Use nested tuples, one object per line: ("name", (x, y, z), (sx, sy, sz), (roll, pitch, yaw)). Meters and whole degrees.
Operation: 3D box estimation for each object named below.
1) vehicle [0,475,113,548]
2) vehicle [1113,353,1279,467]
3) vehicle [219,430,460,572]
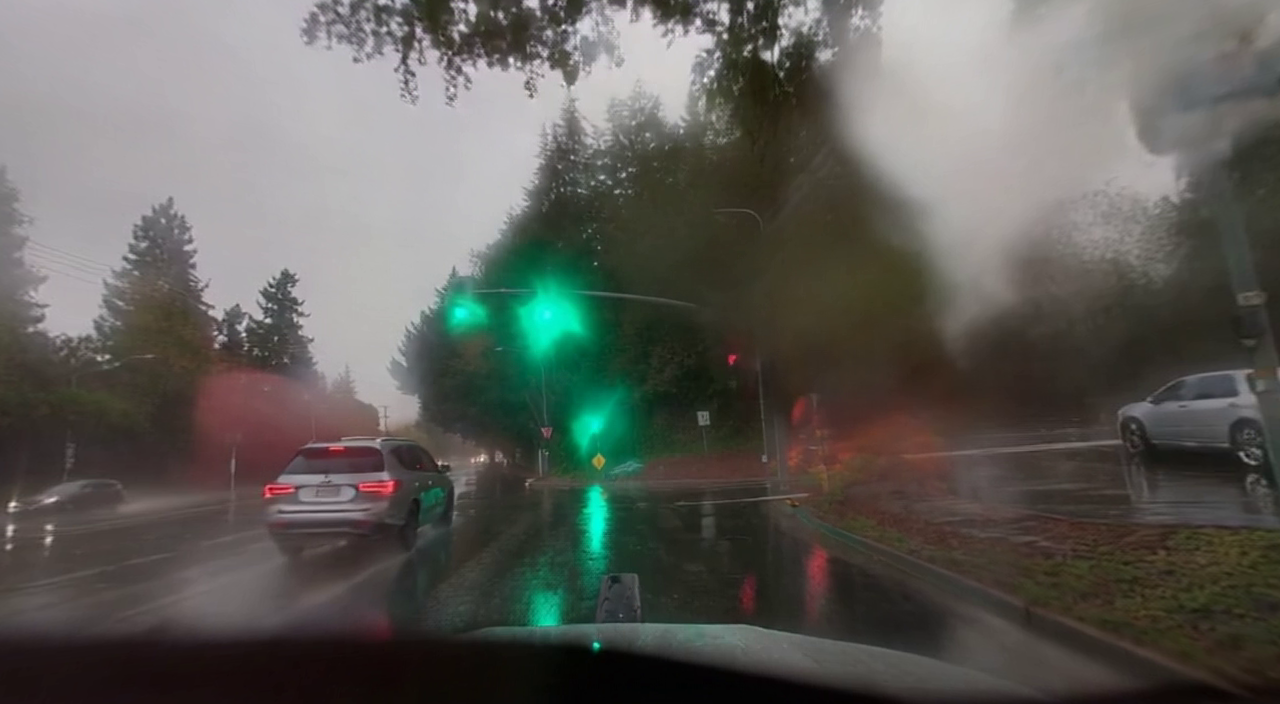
("vehicle", (-16.268, 4.165, 16.414), (1.986, 1.492, 4.332), (-4, -8, -10))
("vehicle", (10.612, 1.021, 10.786), (1.855, 1.669, 4.529), (-4, -9, 6))
("vehicle", (-4.357, 2.178, 10.153), (2.134, 1.707, 4.471), (1, -9, -7))
